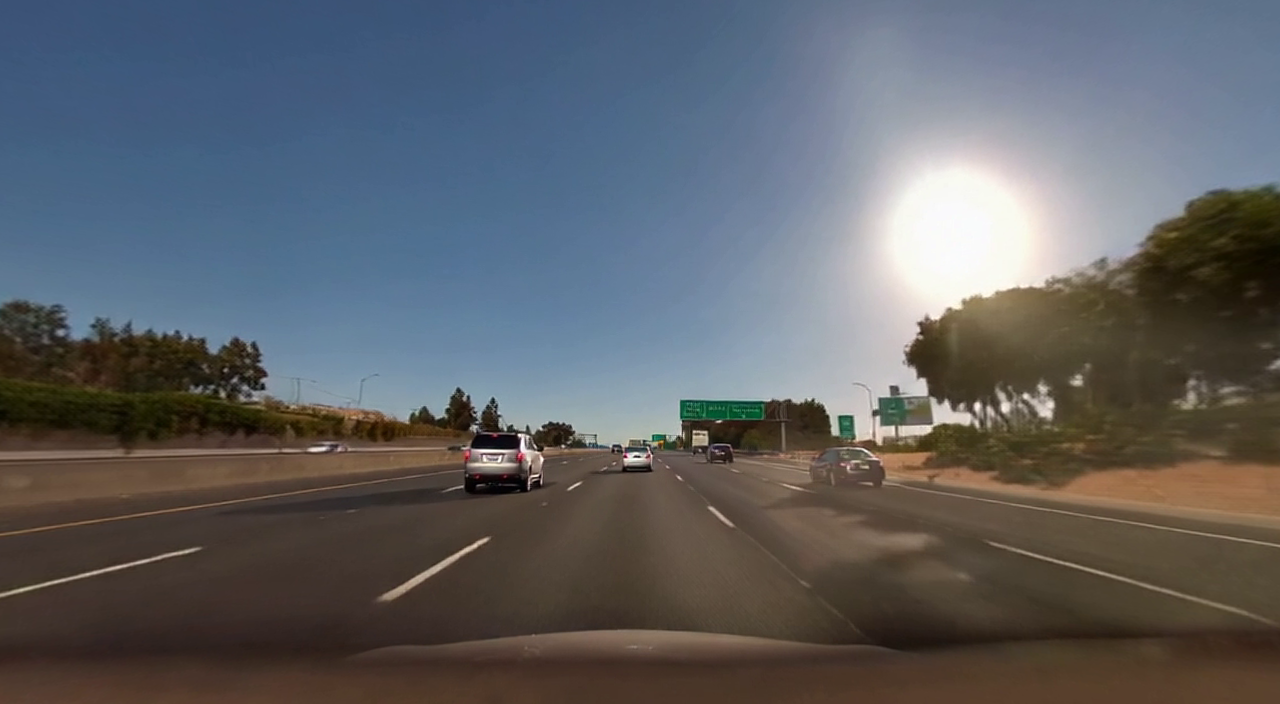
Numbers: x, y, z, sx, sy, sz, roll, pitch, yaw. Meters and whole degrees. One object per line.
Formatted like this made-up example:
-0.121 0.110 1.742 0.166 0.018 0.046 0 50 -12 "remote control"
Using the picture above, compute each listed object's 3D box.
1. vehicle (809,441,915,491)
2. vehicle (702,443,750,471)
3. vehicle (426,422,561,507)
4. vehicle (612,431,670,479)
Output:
7.264 3.766 21.139 1.936 1.480 4.373 0 -9 0 "vehicle"
4.655 5.747 34.641 2.005 1.456 4.287 0 -9 0 "vehicle"
-3.340 2.700 15.401 2.142 1.759 4.297 0 -9 2 "vehicle"
0.061 4.400 27.146 2.270 1.862 4.949 0 -9 1 "vehicle"
